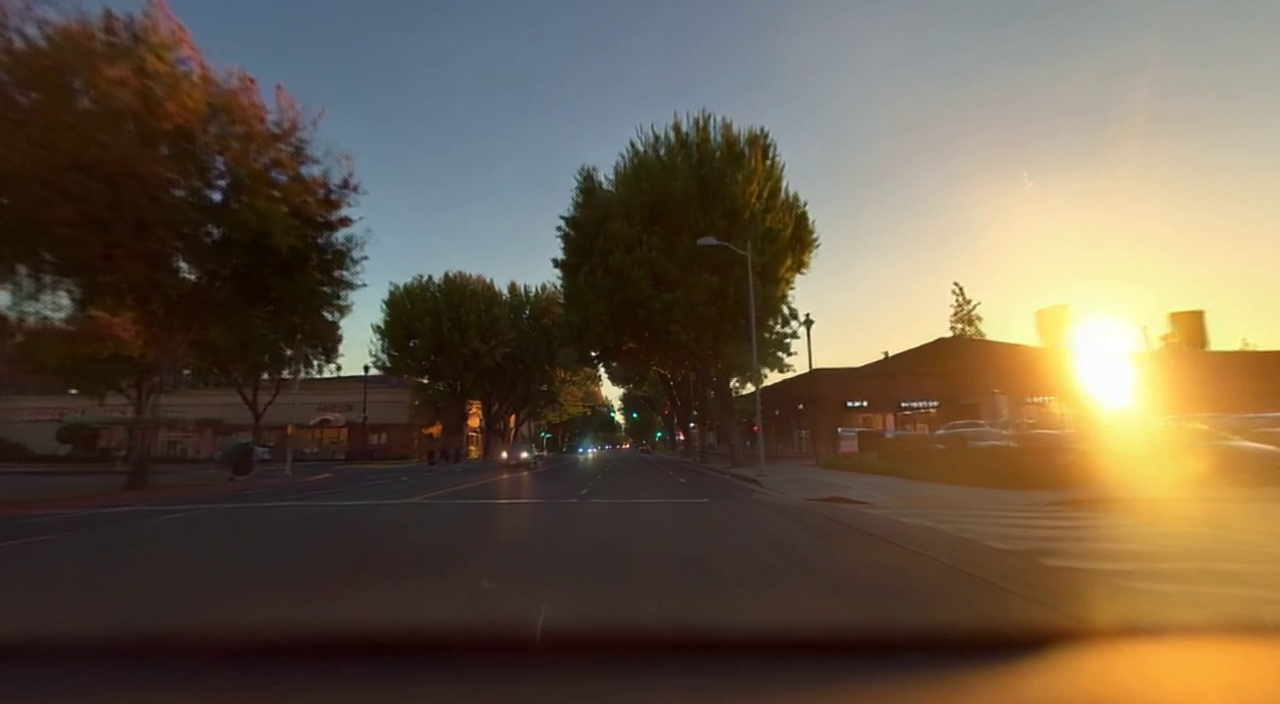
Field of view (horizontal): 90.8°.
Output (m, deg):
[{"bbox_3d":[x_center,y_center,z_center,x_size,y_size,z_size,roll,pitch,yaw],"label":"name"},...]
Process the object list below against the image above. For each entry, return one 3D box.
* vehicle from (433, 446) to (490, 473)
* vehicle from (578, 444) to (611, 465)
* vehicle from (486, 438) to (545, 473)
[{"bbox_3d":[-10.336,6.237,36.955,2.012,1.429,4.462,0,-8,0],"label":"vehicle"},{"bbox_3d":[-3.334,7.636,47.234,2.122,1.469,4.388,0,-8,1],"label":"vehicle"},{"bbox_3d":[-6.883,5.784,35.530,2.322,1.819,4.651,0,-8,0],"label":"vehicle"}]
